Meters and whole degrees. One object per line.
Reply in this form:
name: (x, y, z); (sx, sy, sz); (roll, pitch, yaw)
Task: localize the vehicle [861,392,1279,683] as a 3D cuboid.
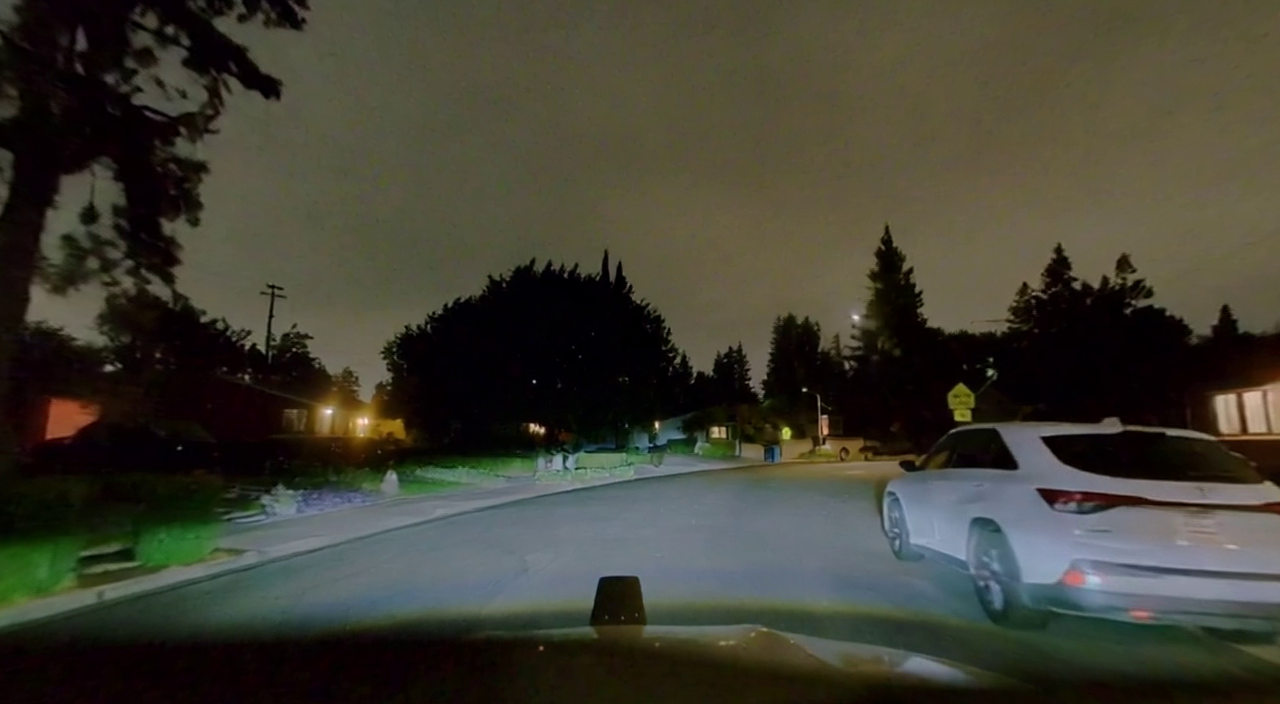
vehicle: (3.952, 1.468, 6.192); (2.163, 1.760, 4.591); (-1, -8, 4)
